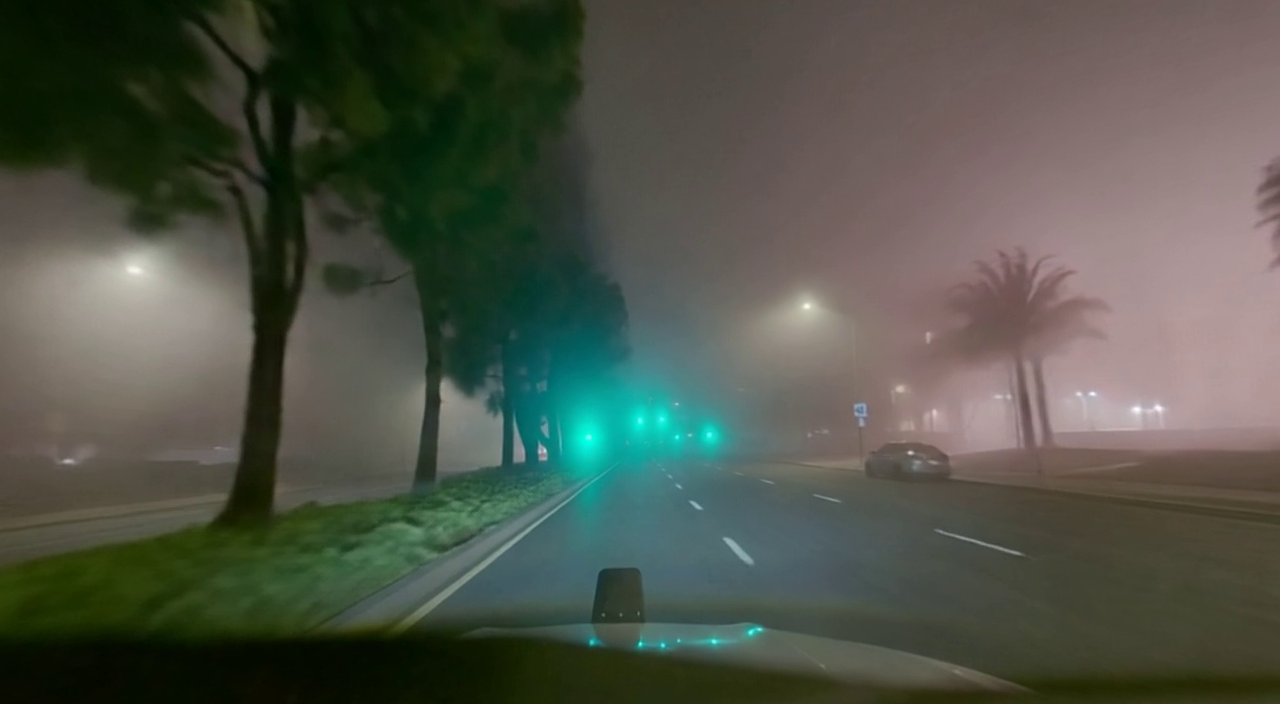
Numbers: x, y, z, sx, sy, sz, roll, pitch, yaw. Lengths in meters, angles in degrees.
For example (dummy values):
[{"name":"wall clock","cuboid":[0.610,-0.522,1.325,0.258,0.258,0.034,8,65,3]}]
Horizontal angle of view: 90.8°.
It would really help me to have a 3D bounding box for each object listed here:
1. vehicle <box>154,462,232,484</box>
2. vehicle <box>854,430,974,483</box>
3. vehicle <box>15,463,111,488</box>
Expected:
[{"name":"vehicle","cuboid":[-30.732,8.315,43.525,3.930,1.431,1.645,2,-9,-12]},{"name":"vehicle","cuboid":[9.994,3.858,23.576,2.051,1.726,4.898,1,-8,-3]},{"name":"vehicle","cuboid":[-45.136,9.653,49.536,5.340,1.609,2.171,6,-12,-41]}]
